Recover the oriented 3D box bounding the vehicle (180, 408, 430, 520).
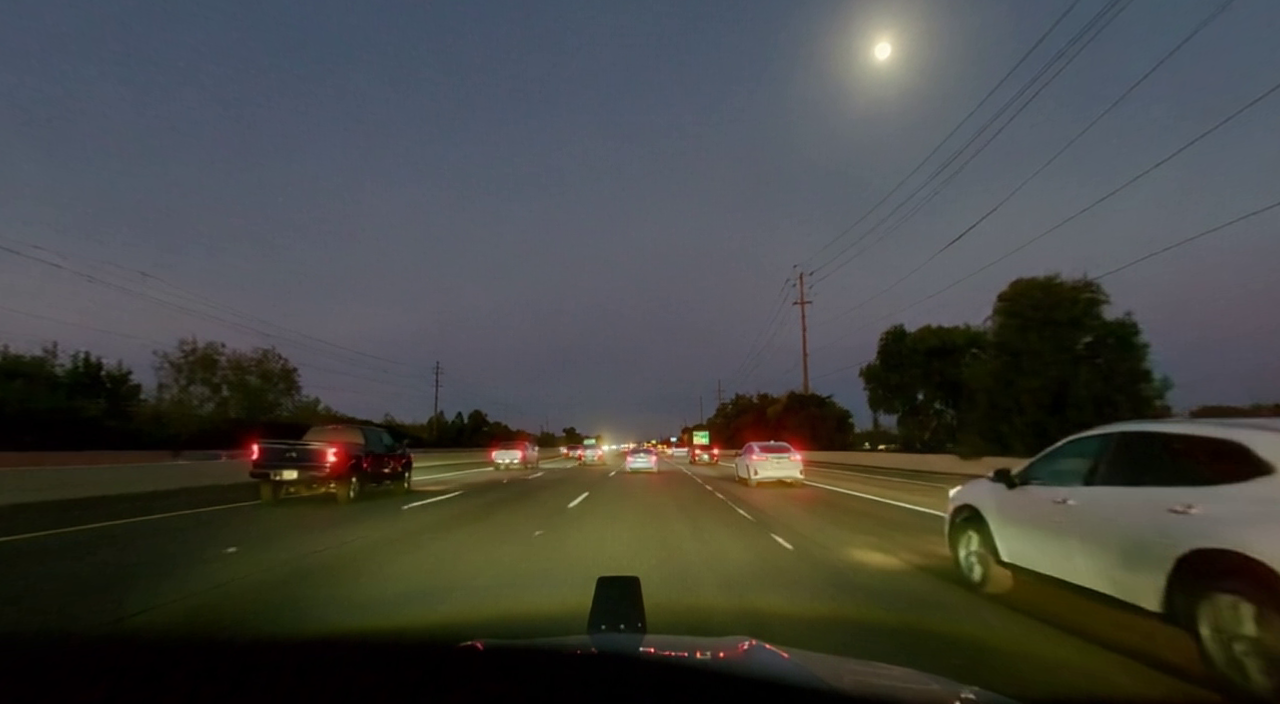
[{"bbox_3d":[-6.870,2.404,14.037,2.269,1.936,5.777,0,-9,2],"label":"vehicle"}]

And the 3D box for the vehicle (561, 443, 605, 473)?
[{"bbox_3d":[-2.972,5.616,33.561,1.904,1.479,4.274,0,-9,1],"label":"vehicle"}]

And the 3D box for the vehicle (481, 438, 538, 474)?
[{"bbox_3d":[-6.643,5.356,32.650,1.978,1.680,4.263,0,-9,1],"label":"vehicle"}]

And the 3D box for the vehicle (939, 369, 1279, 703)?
[{"bbox_3d":[3.619,0.980,3.263,2.051,1.595,4.301,0,-9,1],"label":"vehicle"}]

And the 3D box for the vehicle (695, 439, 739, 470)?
[{"bbox_3d":[4.671,6.298,38.935,2.195,1.778,4.455,0,-9,1],"label":"vehicle"}]

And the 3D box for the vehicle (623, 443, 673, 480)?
[{"bbox_3d":[0.326,4.650,27.000,1.966,1.444,3.986,0,-9,0],"label":"vehicle"}]

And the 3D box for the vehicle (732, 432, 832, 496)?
[{"bbox_3d":[4.164,3.355,19.232,2.002,1.691,4.290,0,-9,0],"label":"vehicle"}]
